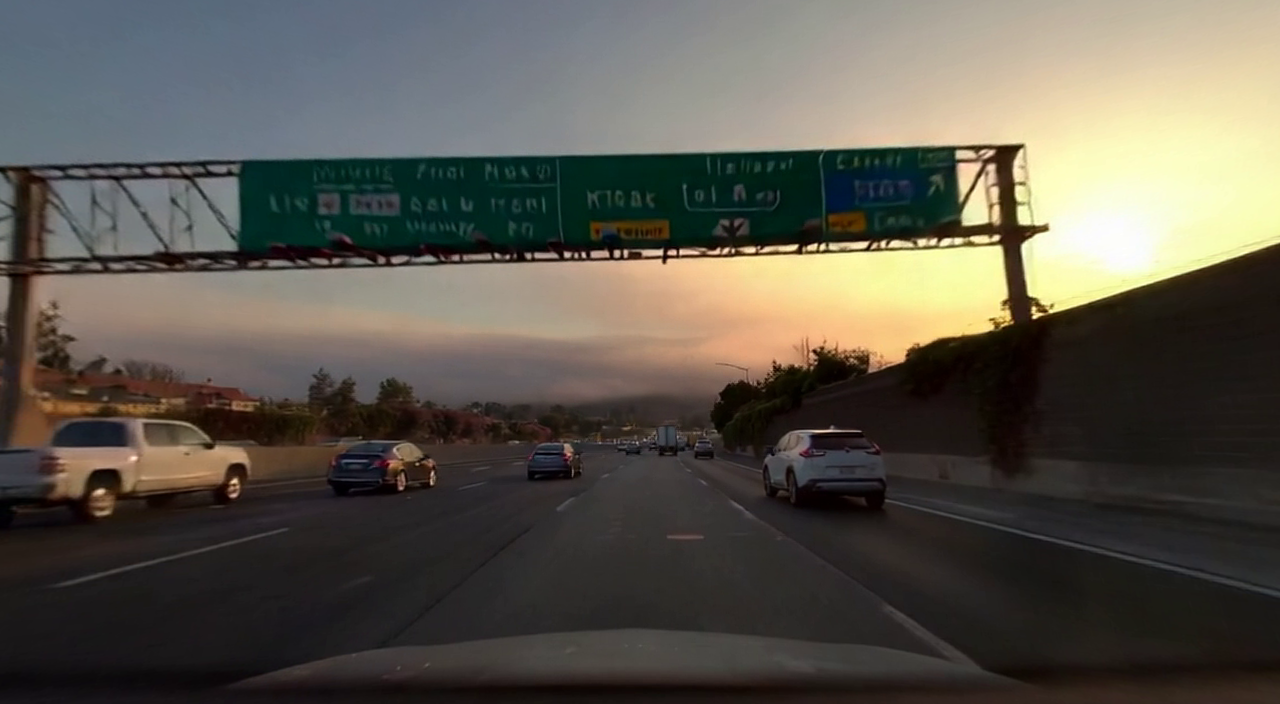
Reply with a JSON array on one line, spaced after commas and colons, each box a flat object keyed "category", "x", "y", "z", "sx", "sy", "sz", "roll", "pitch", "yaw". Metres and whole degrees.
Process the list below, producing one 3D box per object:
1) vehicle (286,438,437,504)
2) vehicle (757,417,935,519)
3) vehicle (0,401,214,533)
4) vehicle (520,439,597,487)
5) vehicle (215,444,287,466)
[{"category": "vehicle", "x": -6.952, "y": 2.989, "z": 16.235, "sx": 1.909, "sy": 1.482, "sz": 4.140, "roll": 0, "pitch": -8, "yaw": 1}, {"category": "vehicle", "x": 3.926, "y": 2.321, "z": 13.026, "sx": 2.108, "sy": 1.709, "sz": 4.703, "roll": 0, "pitch": -8, "yaw": 0}, {"category": "vehicle", "x": -10.783, "y": 2.096, "z": 11.859, "sx": 2.131, "sy": 2.006, "sz": 4.550, "roll": 0, "pitch": -8, "yaw": 1}, {"category": "vehicle", "x": -2.698, "y": 3.779, "z": 21.713, "sx": 1.947, "sy": 1.479, "sz": 4.114, "roll": 0, "pitch": -8, "yaw": 2}, {"category": "vehicle", "x": -26.972, "y": 7.139, "z": 43.719, "sx": 1.837, "sy": 1.464, "sz": 4.699, "roll": -1, "pitch": -8, "yaw": 3}]
